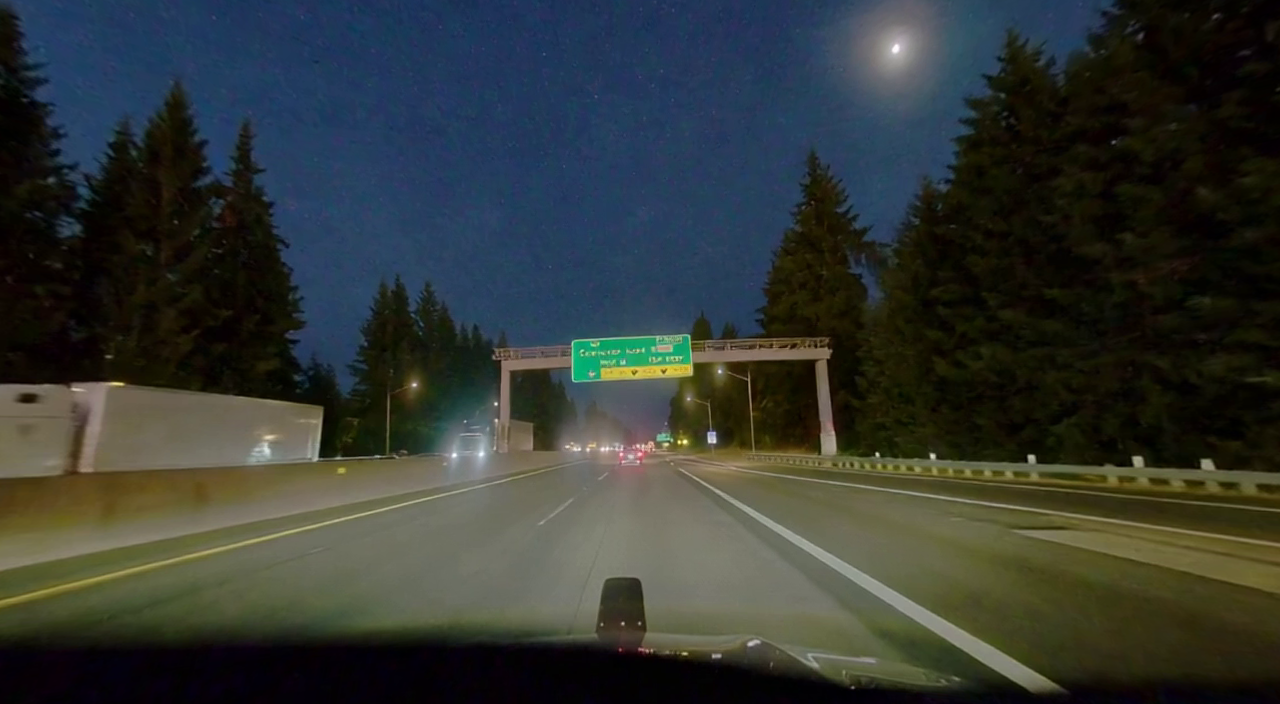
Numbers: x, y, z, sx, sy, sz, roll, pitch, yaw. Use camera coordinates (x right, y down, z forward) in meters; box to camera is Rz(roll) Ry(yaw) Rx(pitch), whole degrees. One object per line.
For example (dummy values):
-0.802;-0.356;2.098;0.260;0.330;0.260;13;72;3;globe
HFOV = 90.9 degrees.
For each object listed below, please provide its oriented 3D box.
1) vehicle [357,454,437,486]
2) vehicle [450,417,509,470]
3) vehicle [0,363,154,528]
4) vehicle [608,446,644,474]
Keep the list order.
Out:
-12.426;6.041;32.595;2.077;1.435;5.032;0;-9;1;vehicle
-12.523;7.259;49.696;2.969;3.863;5.830;0;-9;1;vehicle
-16.882;2.497;16.710;3.026;3.934;5.923;0;-9;0;vehicle
-0.738;6.065;35.626;1.860;1.473;3.689;0;-9;1;vehicle
